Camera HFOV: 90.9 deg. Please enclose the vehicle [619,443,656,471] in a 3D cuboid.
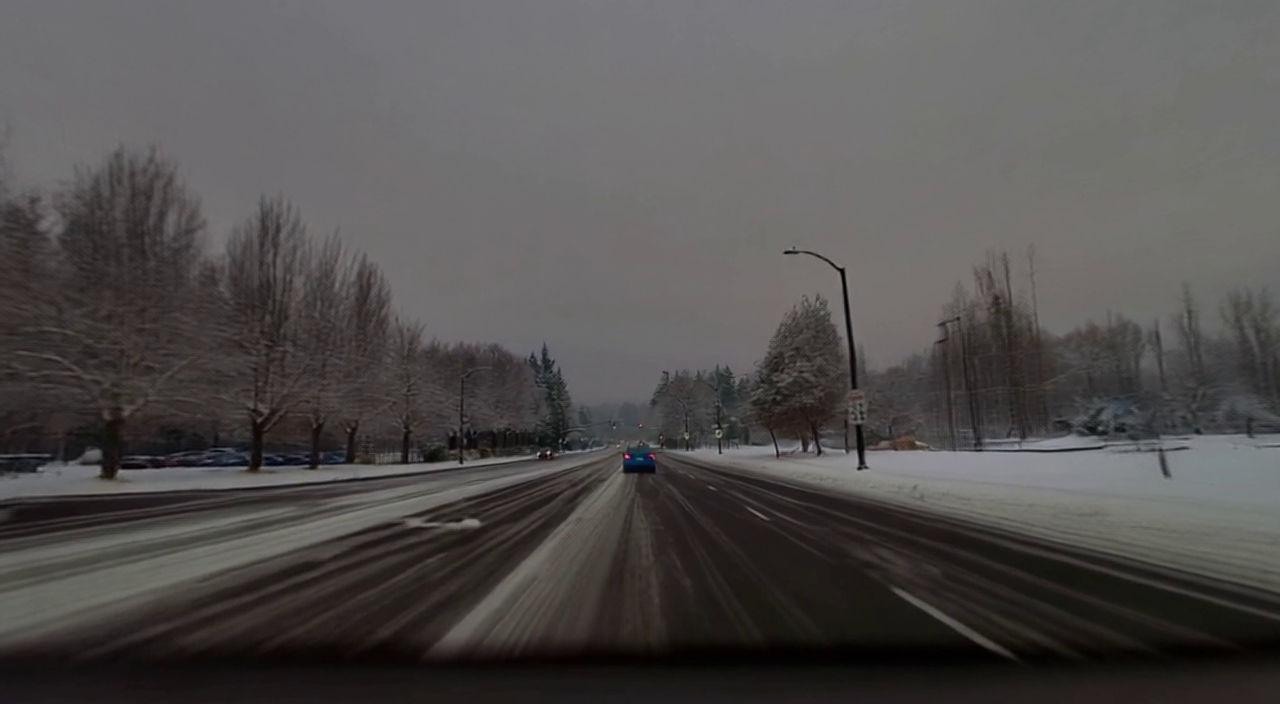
[{"bbox_3d":[-0.178,6.070,36.604,1.978,1.499,3.915,0,-8,-1],"label":"vehicle"}]
